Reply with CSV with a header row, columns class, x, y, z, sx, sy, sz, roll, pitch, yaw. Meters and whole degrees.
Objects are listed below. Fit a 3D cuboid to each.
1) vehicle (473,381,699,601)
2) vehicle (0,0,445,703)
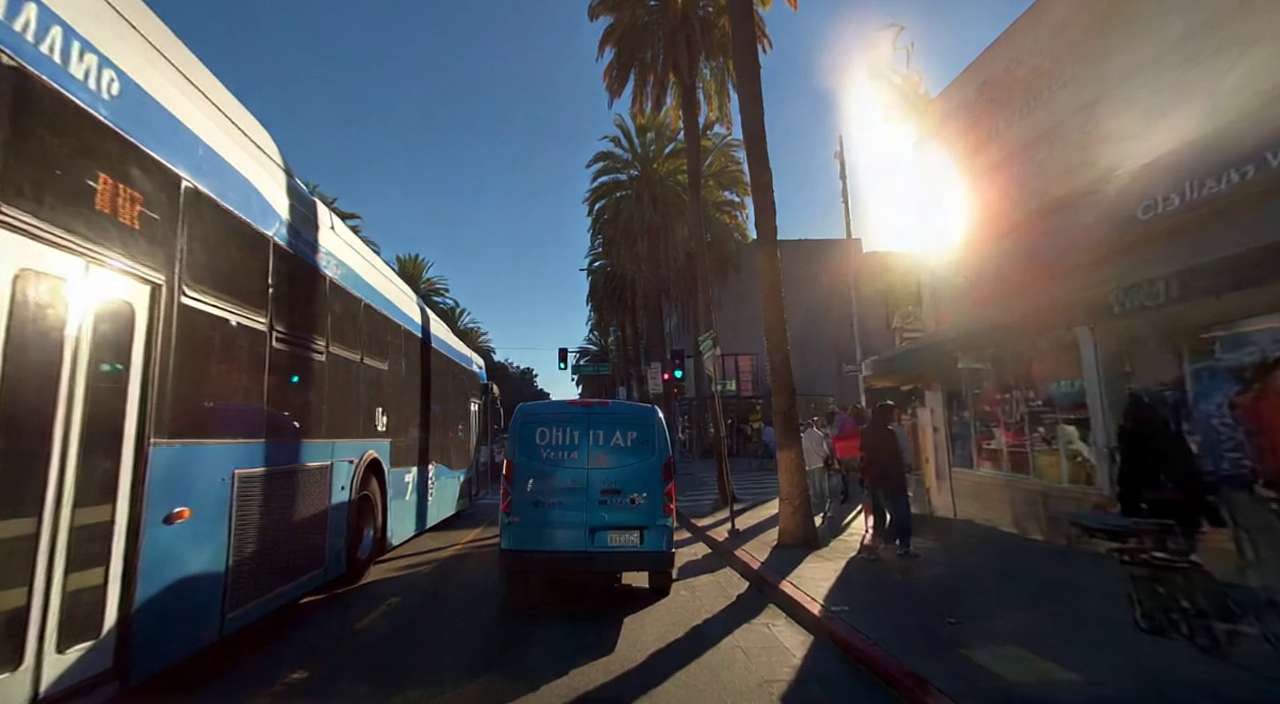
class,x,y,z,sx,sy,sz,roll,pitch,yaw
vehicle,-0.798,1.532,7.798,2.002,1.907,4.211,1,-9,-9
vehicle,-3.733,0.132,2.841,2.863,3.233,11.573,0,-8,-4
